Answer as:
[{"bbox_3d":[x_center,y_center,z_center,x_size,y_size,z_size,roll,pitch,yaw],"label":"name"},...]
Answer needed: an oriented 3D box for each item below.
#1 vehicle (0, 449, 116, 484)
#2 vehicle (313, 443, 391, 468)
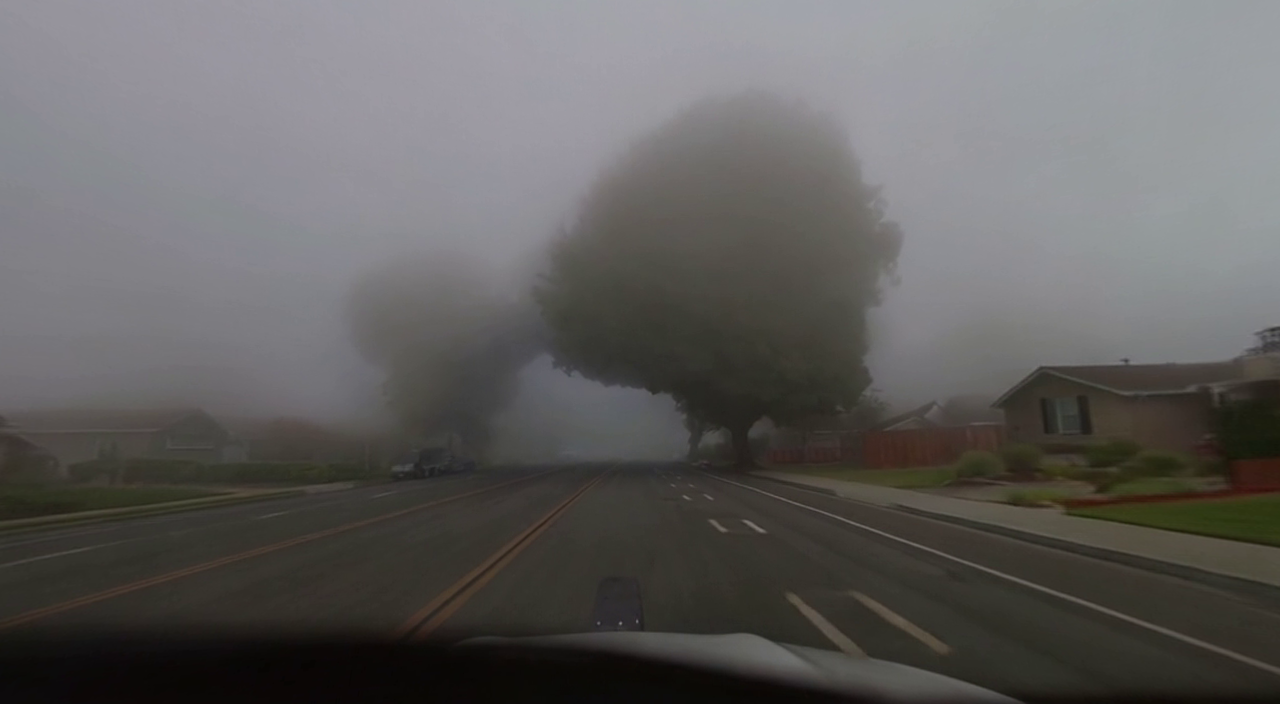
[{"bbox_3d":[-27.894,5.346,29.719,4.551,1.556,2.061,0,-8,-1],"label":"vehicle"},{"bbox_3d":[-21.919,7.857,48.210,4.889,1.822,2.159,0,-8,-3],"label":"vehicle"}]
